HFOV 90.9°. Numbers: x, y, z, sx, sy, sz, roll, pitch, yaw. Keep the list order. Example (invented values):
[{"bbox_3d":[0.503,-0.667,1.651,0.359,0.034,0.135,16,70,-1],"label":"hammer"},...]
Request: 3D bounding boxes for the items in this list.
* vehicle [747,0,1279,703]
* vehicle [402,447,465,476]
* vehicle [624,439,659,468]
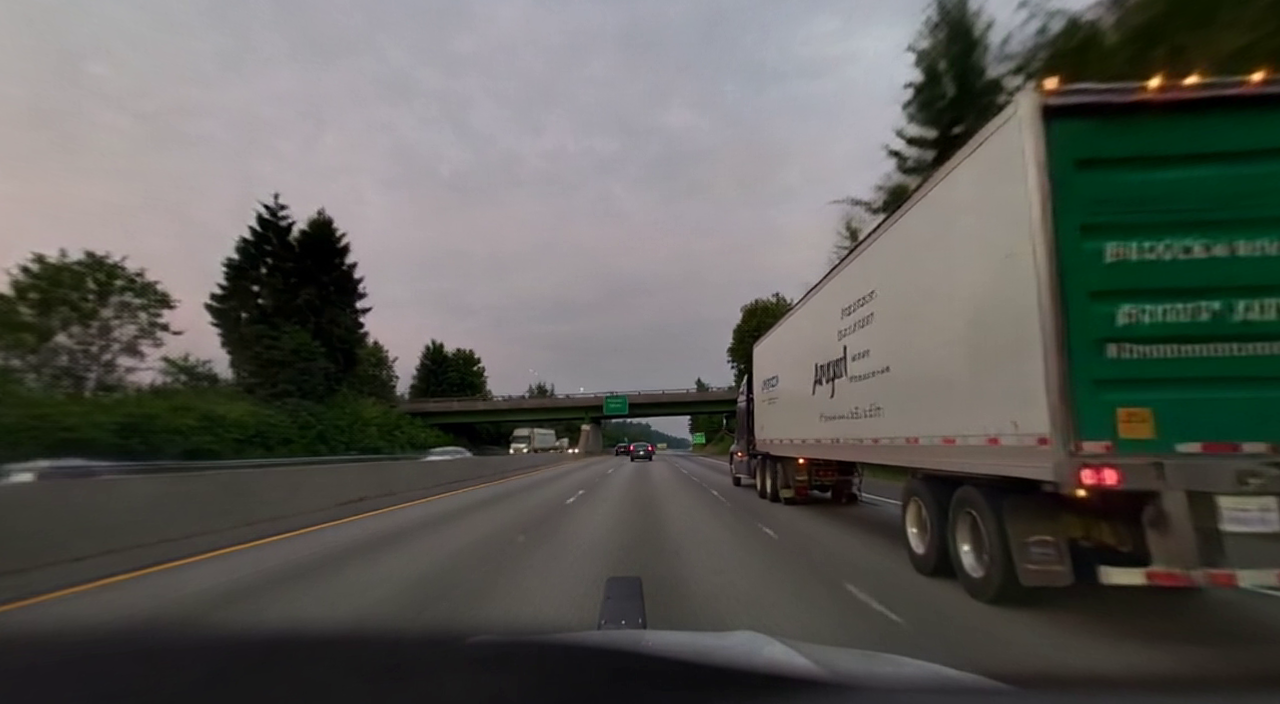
[{"bbox_3d":[4.451,0.739,10.079,3.011,4.028,13.890,0,-9,0],"label":"vehicle"},{"bbox_3d":[-11.171,5.969,34.458,1.957,1.451,4.375,0,-9,0],"label":"vehicle"},{"bbox_3d":[0.087,6.406,39.818,2.067,1.690,3.901,0,-9,0],"label":"vehicle"}]
